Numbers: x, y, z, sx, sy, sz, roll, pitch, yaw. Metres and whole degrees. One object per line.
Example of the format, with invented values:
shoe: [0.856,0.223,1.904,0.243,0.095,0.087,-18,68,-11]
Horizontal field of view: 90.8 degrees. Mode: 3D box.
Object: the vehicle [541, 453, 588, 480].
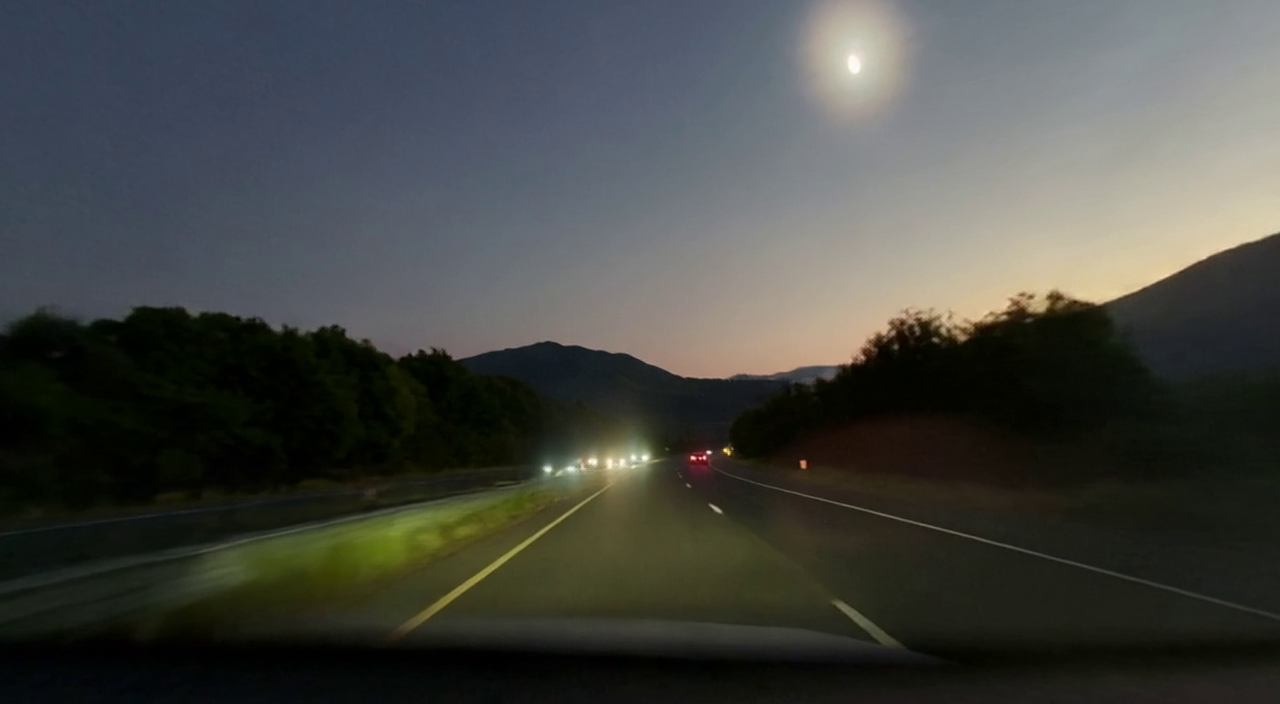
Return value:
vehicle: [-4.604,7.065,39.273,2.058,1.501,4.749,-1,-9,3]
